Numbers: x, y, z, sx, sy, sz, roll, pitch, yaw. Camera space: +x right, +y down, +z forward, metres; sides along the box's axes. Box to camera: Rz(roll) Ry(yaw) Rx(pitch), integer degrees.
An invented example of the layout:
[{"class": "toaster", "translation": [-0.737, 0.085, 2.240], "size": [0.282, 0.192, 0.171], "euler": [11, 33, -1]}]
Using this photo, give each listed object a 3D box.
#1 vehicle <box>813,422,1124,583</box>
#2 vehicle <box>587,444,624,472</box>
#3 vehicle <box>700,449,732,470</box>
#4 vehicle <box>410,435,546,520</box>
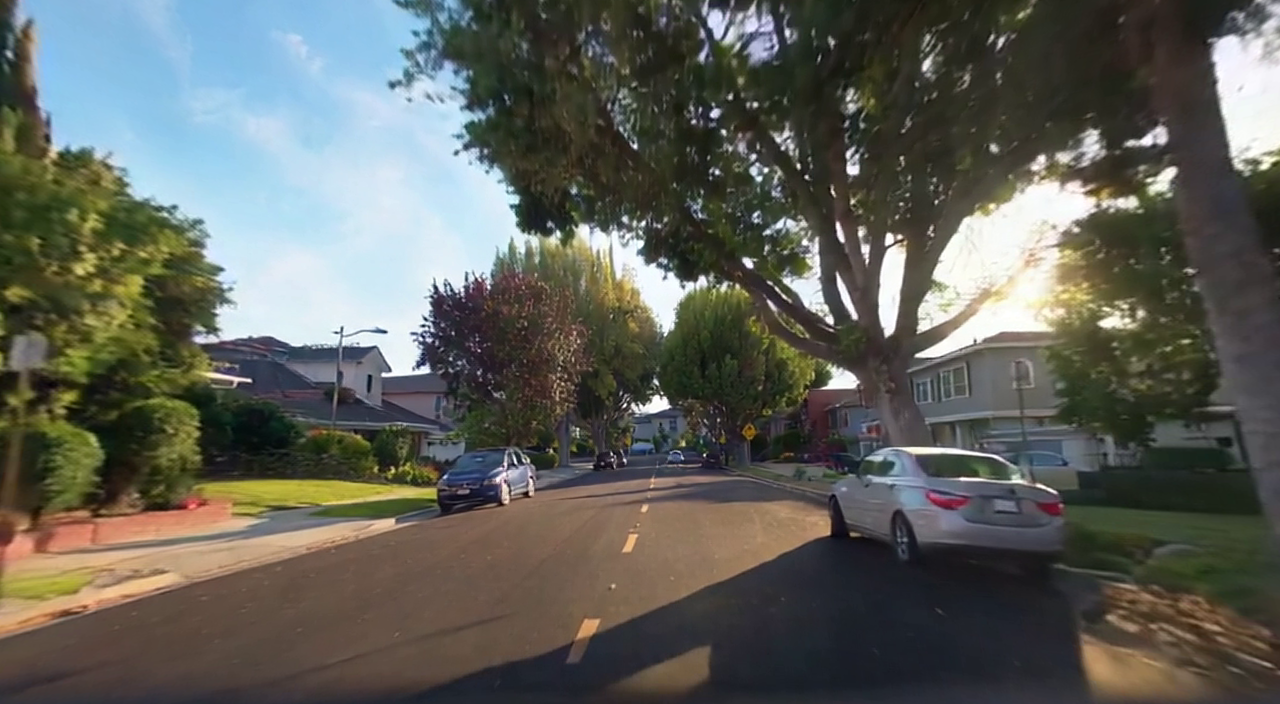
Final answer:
[{"class": "vehicle", "translation": [4.056, 1.930, 8.857], "size": [2.115, 1.673, 4.236], "euler": [-1, -9, 1]}, {"class": "vehicle", "translation": [-2.585, 8.115, 48.737], "size": [2.155, 1.907, 5.100], "euler": [-4, -9, 4]}, {"class": "vehicle", "translation": [5.896, 8.407, 49.501], "size": [2.047, 1.532, 4.350], "euler": [-1, -9, 1]}, {"class": "vehicle", "translation": [-4.015, 3.207, 16.576], "size": [2.093, 1.810, 4.555], "euler": [-3, -9, 4]}]
